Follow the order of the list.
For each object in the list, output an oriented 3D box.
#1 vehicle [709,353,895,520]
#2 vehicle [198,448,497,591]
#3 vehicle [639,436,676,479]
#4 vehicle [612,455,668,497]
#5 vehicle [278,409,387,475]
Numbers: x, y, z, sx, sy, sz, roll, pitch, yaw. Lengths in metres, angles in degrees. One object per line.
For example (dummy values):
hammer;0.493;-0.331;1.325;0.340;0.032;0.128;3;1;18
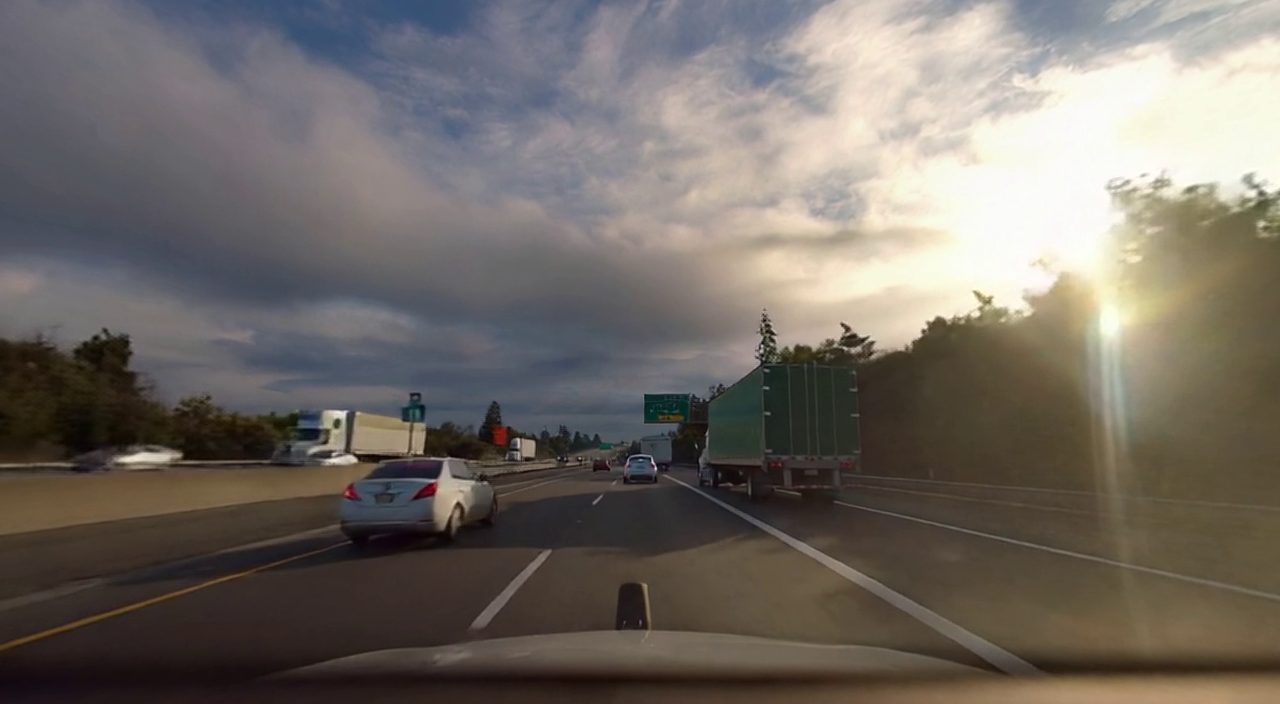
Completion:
vehicle;4.659;3.122;22.189;2.877;4.035;13.897;0;-9;0
vehicle;-3.532;2.083;8.700;2.105;1.467;4.099;0;-9;1
vehicle;1.450;8.116;48.449;2.650;2.978;6.937;0;-10;3
vehicle;-0.005;4.986;25.720;2.089;1.516;4.191;0;-9;-1
vehicle;-19.811;5.973;41.396;2.967;3.881;8.316;0;-9;-1
